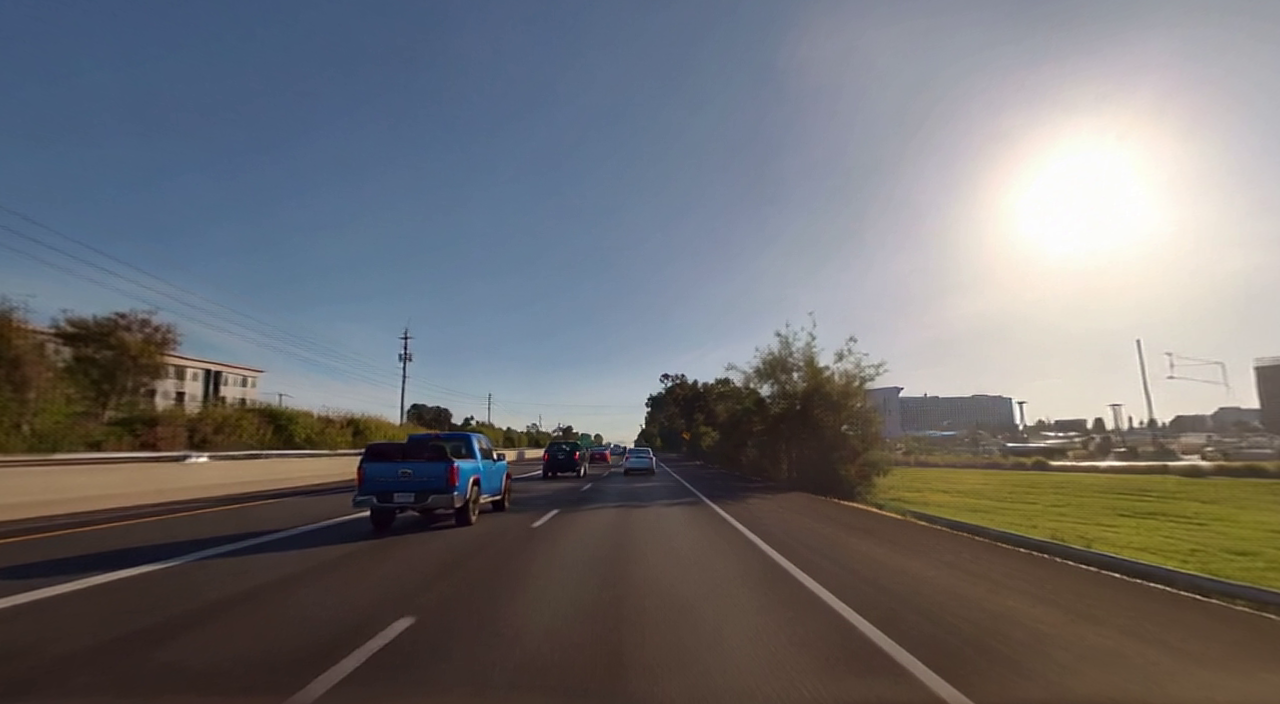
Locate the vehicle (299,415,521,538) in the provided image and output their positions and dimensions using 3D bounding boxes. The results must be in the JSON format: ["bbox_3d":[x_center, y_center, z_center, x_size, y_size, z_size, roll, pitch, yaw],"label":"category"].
[{"bbox_3d":[-3.993,2.283,12.268,2.198,1.848,5.346,-1,-8,1],"label":"vehicle"}]

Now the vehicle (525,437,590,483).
[{"bbox_3d":[-3.479,4.649,27.458,2.133,1.789,4.518,-1,-8,1],"label":"vehicle"}]

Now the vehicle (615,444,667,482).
[{"bbox_3d":[0.007,4.708,27.036,2.047,1.473,3.978,0,-8,-1],"label":"vehicle"}]
